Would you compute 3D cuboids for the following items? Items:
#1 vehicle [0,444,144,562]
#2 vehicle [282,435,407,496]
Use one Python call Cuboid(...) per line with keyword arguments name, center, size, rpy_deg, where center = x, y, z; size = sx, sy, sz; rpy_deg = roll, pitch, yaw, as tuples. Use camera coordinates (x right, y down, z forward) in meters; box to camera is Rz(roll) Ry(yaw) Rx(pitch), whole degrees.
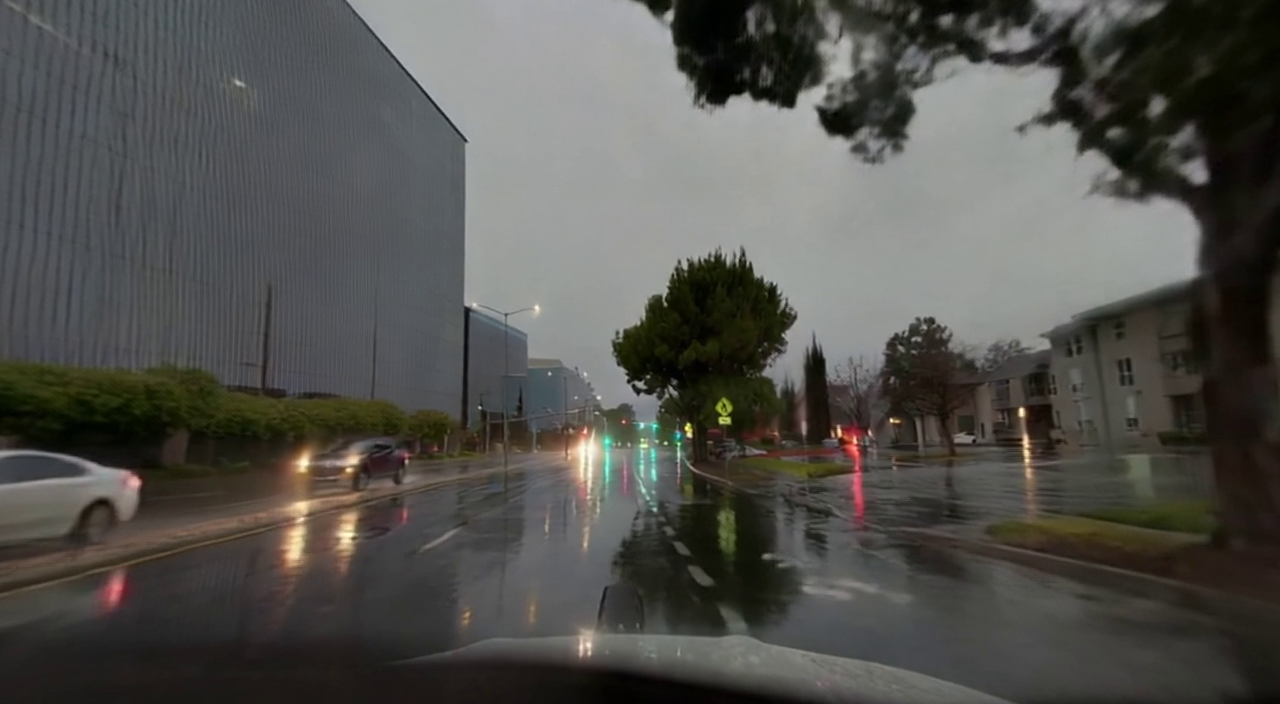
Cuboid(name="vehicle", center=(-9.179, 1.931, 8.072), size=(1.983, 1.486, 4.707), rpy_deg=(1, -8, -2))
Cuboid(name="vehicle", center=(-9.558, 3.685, 20.915), size=(1.988, 1.755, 4.568), rpy_deg=(1, -8, -2))
